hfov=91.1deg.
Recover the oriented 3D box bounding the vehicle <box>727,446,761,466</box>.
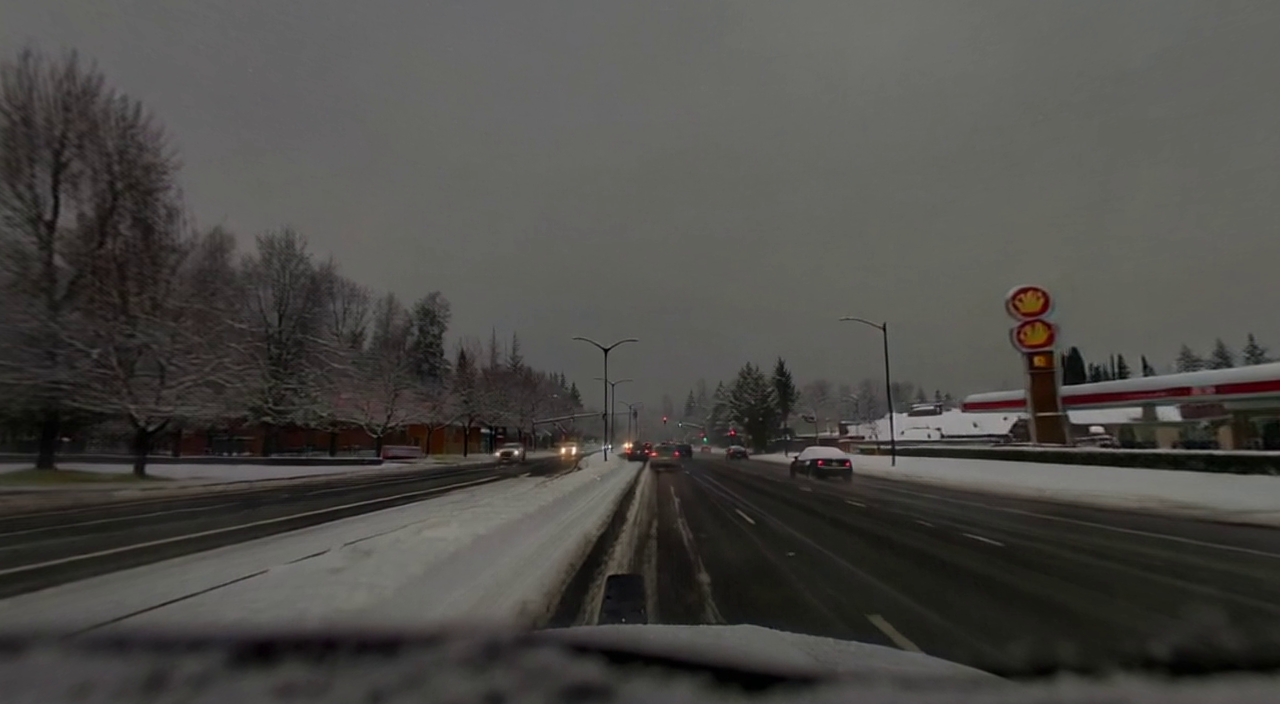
[{"bbox_3d":[8.210,8.190,49.789,1.930,1.479,4.477,0,-8,0],"label":"vehicle"}]

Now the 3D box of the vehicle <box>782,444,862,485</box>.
[{"bbox_3d":[7.183,4.473,25.257,1.918,1.484,4.456,0,-8,0],"label":"vehicle"}]

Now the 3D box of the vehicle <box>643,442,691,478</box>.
[{"bbox_3d":[1.157,4.835,28.362,1.971,1.479,4.493,0,-8,1],"label":"vehicle"}]
